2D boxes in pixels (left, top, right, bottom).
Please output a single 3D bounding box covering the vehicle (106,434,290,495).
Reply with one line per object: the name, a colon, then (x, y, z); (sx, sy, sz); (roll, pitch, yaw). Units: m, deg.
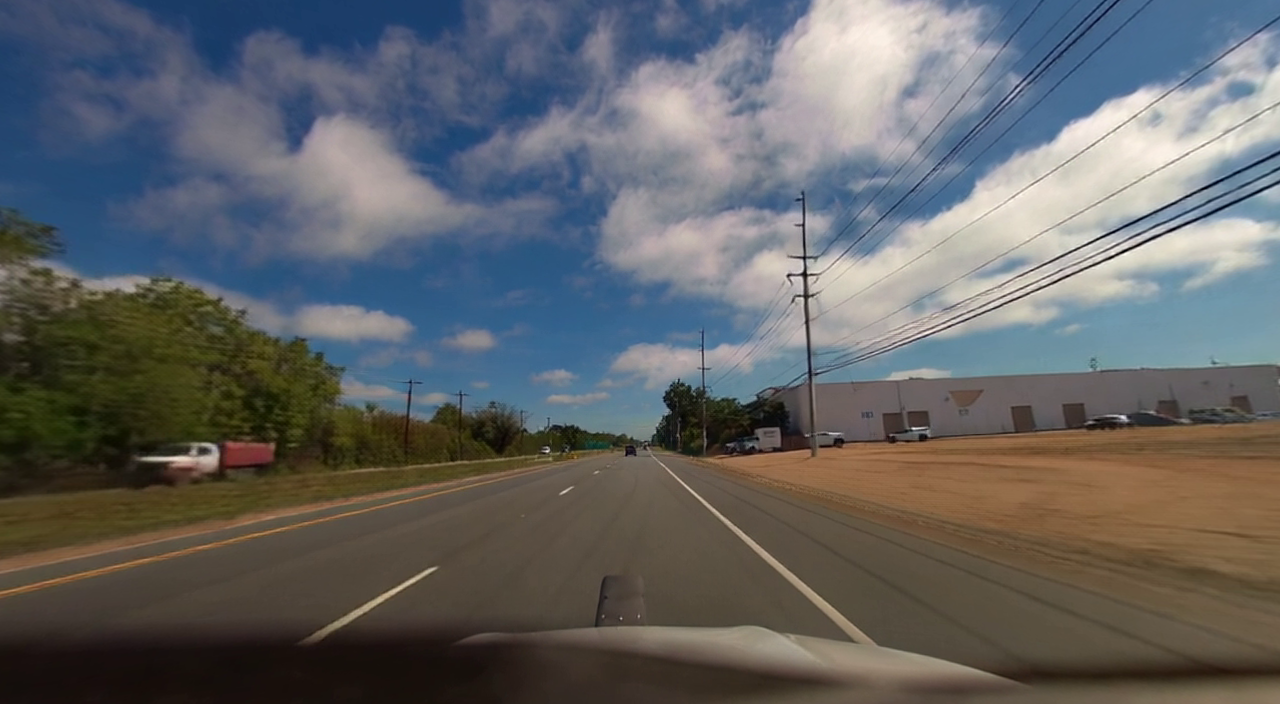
vehicle: (-21.416, 5.482, 31.363); (3.137, 2.587, 8.274); (-1, -9, 0)
